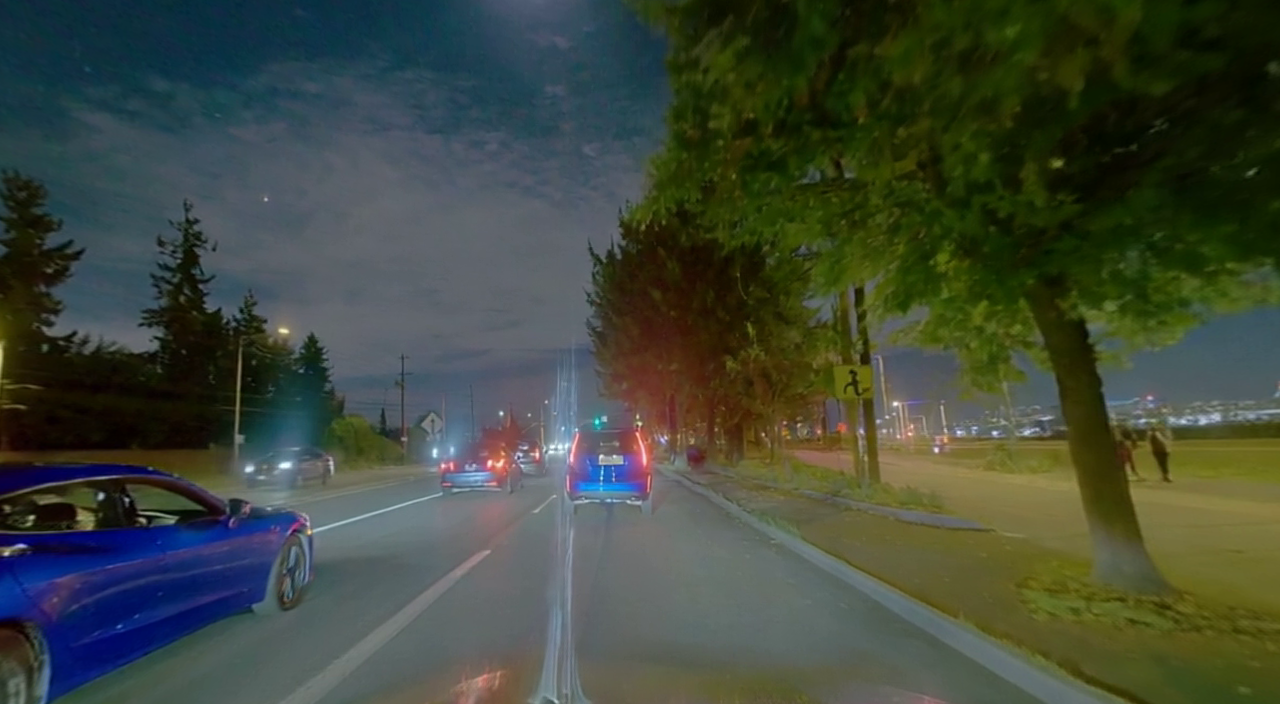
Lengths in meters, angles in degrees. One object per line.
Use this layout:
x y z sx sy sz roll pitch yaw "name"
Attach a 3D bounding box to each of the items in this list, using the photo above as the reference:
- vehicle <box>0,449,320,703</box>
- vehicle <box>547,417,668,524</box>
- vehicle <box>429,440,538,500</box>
-3.754 1.188 3.301 1.865 1.314 4.461 0 -8 0 "vehicle"
-0.596 2.272 12.605 2.012 1.769 3.897 0 -8 -2 "vehicle"
-4.317 3.325 18.273 2.087 1.485 4.452 0 -8 -1 "vehicle"
